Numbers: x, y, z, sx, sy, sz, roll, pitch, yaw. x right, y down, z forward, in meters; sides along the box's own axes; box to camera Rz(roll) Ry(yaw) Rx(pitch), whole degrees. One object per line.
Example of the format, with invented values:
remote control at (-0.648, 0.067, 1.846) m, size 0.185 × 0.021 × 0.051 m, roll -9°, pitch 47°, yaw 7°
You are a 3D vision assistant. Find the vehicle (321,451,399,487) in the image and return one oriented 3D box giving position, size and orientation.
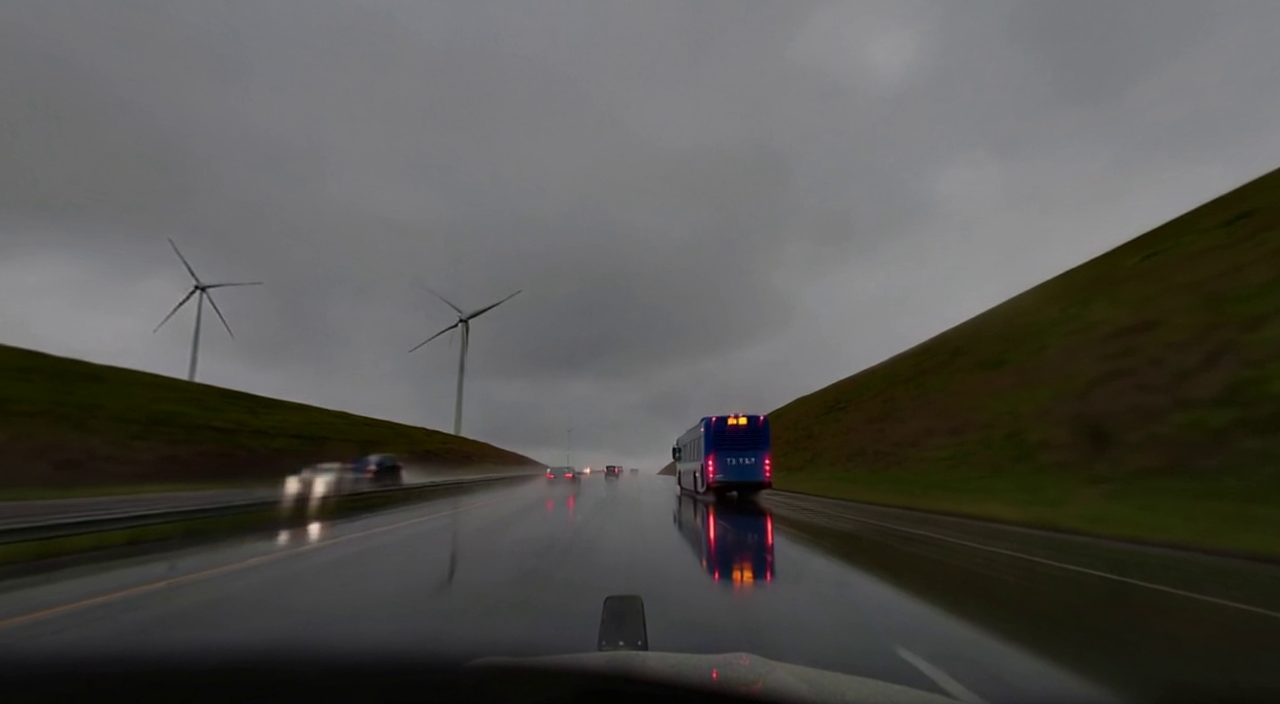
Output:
vehicle at (-19.048, 8.042, 43.326) m, size 2.269 × 2.261 × 6.618 m, roll 1°, pitch -10°, yaw 0°

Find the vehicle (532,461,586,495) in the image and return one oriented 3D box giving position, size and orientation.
vehicle at (-4.007, 6.334, 31.896) m, size 2.213 × 1.568 × 4.274 m, roll 1°, pitch -10°, yaw -1°

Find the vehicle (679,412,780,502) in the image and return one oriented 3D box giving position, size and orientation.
vehicle at (4.061, 5.541, 32.712) m, size 2.941 × 3.574 × 14.463 m, roll 1°, pitch -10°, yaw -1°

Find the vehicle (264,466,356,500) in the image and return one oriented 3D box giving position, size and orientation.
vehicle at (-14.953, 5.959, 28.836) m, size 1.751 × 1.396 × 4.350 m, roll 0°, pitch -10°, yaw 1°
